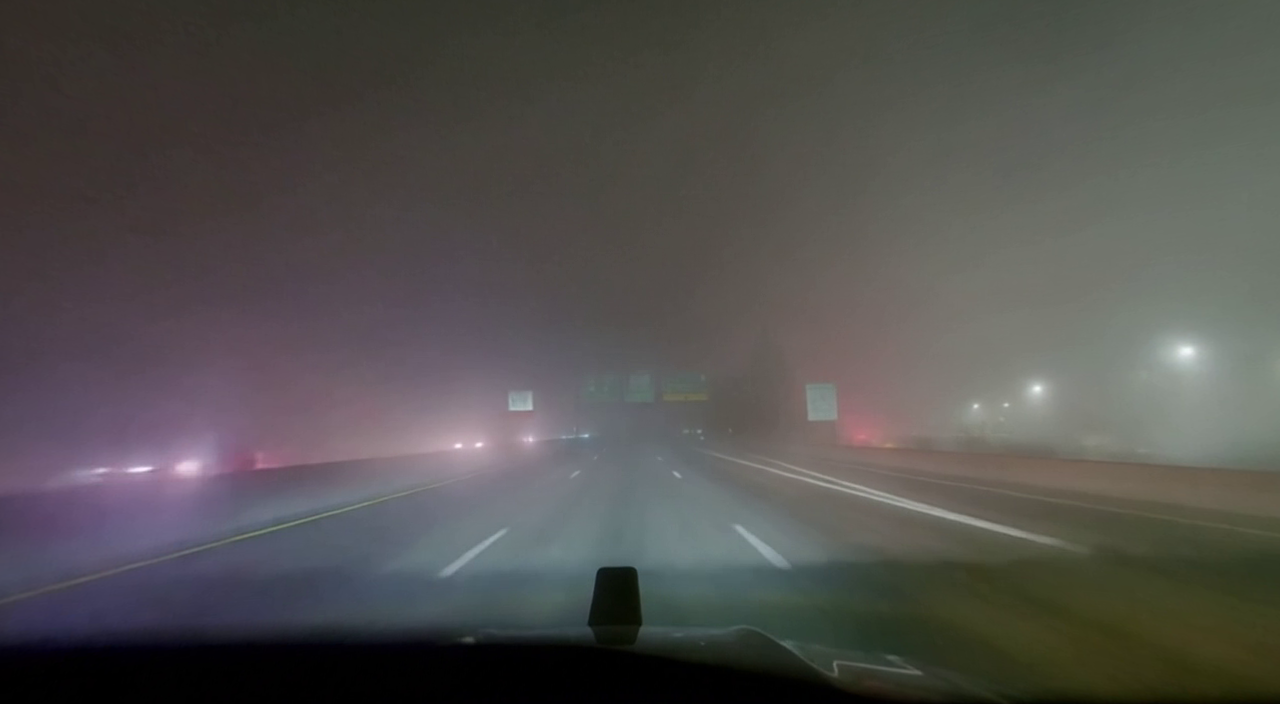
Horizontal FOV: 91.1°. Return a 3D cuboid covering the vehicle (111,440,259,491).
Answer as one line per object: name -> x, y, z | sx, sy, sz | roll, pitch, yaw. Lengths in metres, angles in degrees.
vehicle -> -15.046, 3.713, 21.116 | 1.903, 1.502, 4.120 | 0, -8, -1

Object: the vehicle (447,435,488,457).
vehicle -> -12.449, 6.764, 45.614 | 1.884, 1.503, 4.042 | 0, -8, 0
